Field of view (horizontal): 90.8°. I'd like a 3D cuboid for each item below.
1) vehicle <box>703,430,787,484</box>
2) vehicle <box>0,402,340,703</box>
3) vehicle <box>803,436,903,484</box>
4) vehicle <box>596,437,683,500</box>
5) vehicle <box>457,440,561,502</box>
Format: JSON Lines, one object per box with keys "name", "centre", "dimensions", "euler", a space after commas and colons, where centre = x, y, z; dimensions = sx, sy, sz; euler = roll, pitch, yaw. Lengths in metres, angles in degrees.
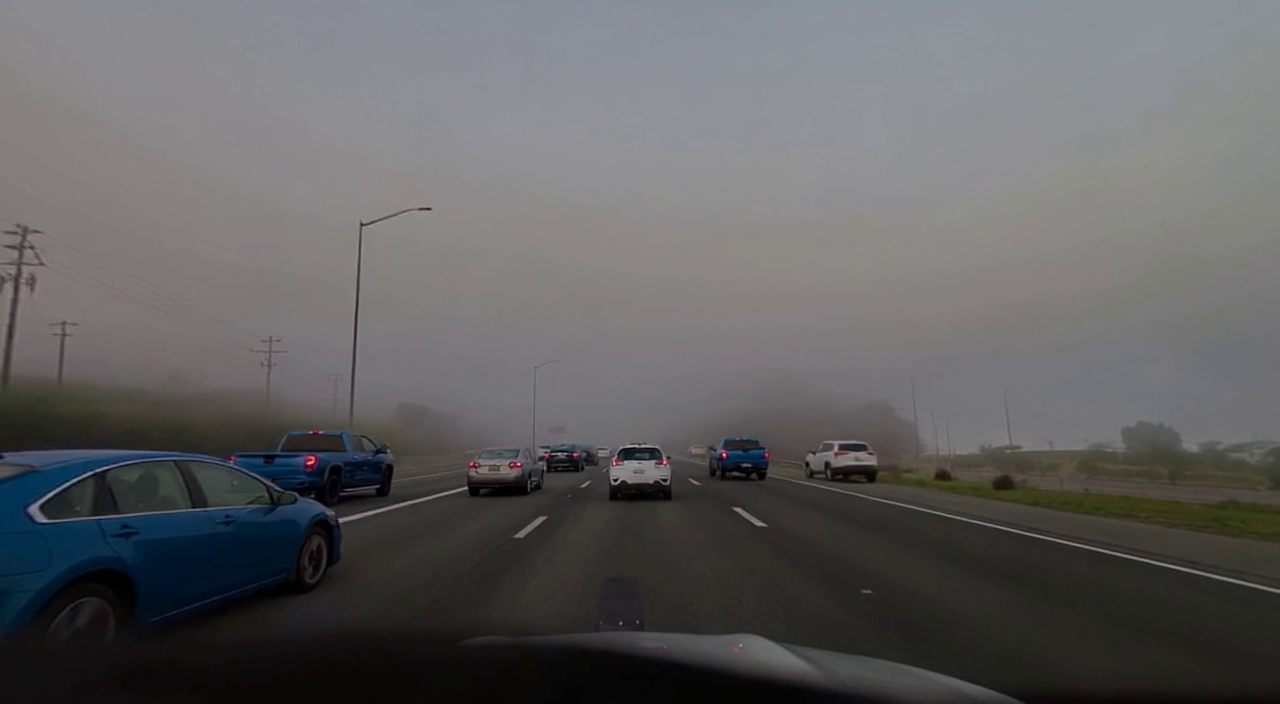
{"name": "vehicle", "centre": [3.791, 3.920, 23.922], "dimensions": [2.113, 1.800, 5.376], "euler": [0, -8, -1]}
{"name": "vehicle", "centre": [-3.728, 1.059, 3.353], "dimensions": [1.955, 1.481, 4.604], "euler": [0, -8, 1]}
{"name": "vehicle", "centre": [7.872, 4.018, 23.903], "dimensions": [1.969, 1.608, 4.865], "euler": [0, -8, -1]}
{"name": "vehicle", "centre": [-0.034, 3.147, 17.560], "dimensions": [2.102, 1.499, 4.439], "euler": [0, -8, -1]}
{"name": "vehicle", "centre": [-3.365, 3.122, 17.050], "dimensions": [1.899, 1.437, 4.131], "euler": [0, -8, 1]}
